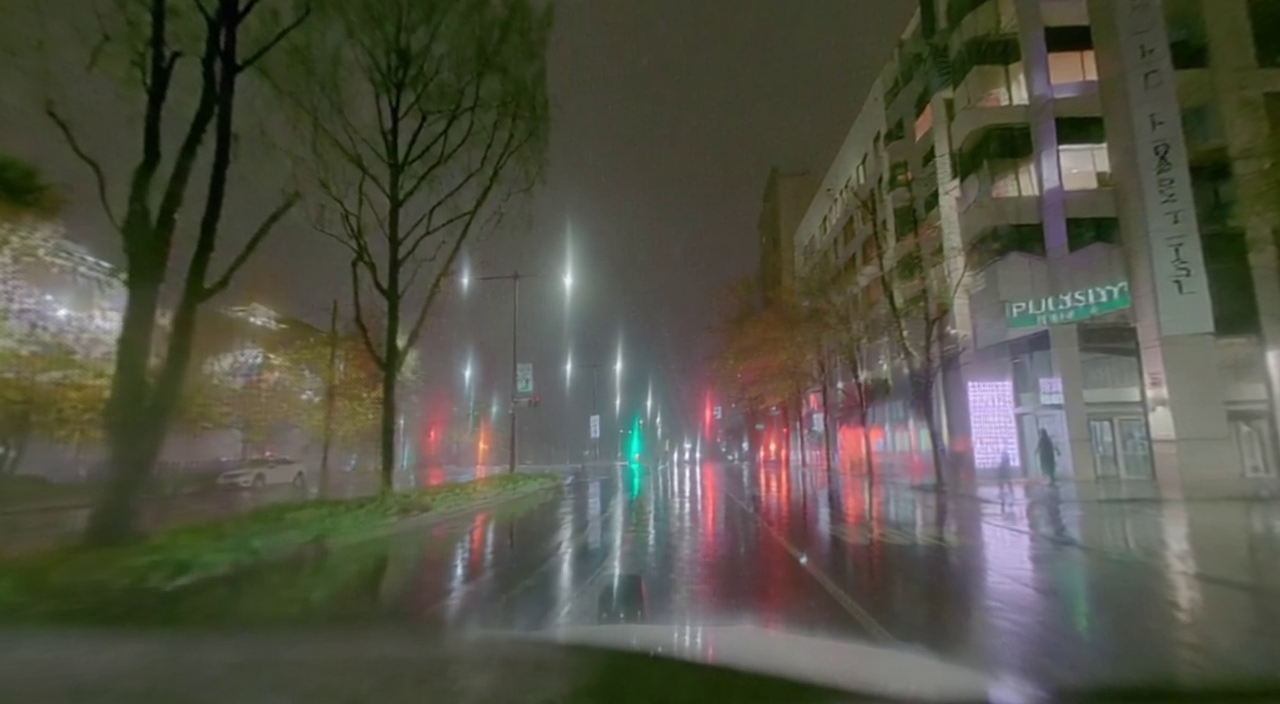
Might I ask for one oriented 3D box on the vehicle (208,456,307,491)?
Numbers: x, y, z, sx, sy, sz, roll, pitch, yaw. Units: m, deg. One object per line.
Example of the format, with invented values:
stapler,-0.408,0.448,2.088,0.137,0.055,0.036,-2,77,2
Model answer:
vehicle,-18.691,5.926,31.149,1.840,1.440,4.442,-3,-9,4
